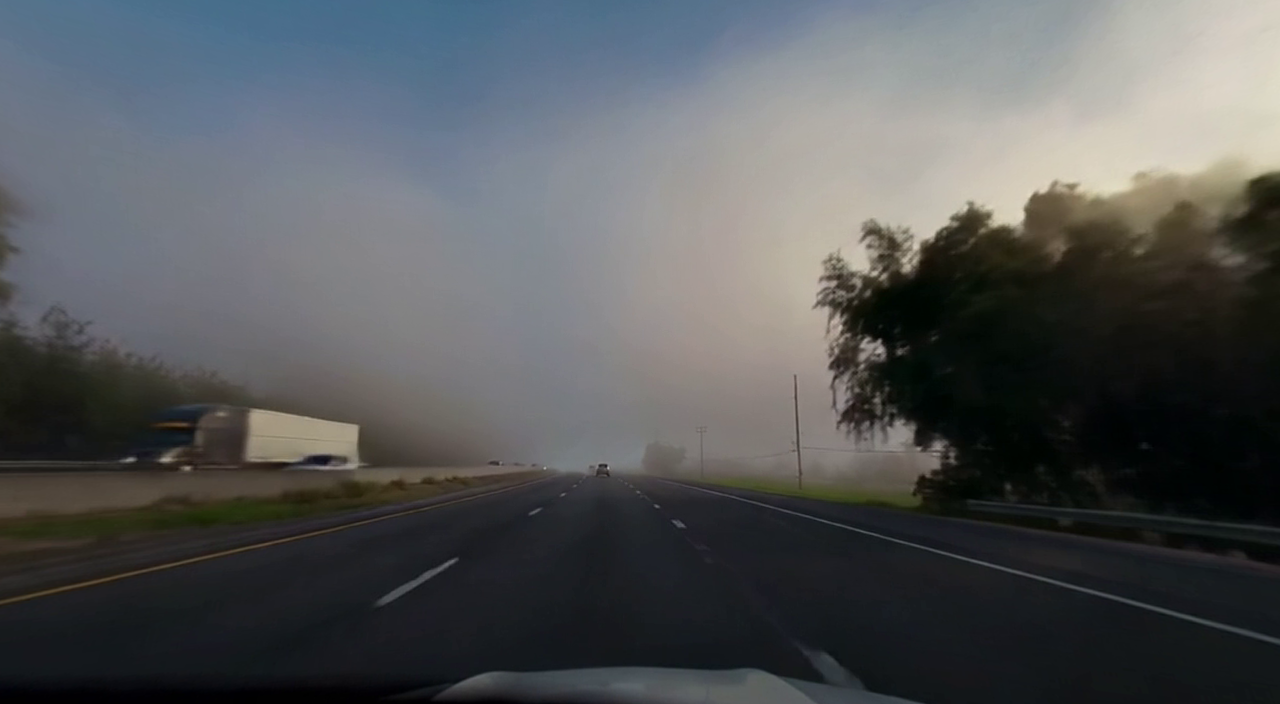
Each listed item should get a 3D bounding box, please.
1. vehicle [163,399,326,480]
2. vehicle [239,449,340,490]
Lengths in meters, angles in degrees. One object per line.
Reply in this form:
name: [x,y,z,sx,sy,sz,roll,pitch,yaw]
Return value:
vehicle: [-21.666,5.139,35.566,3.076,3.885,9.801,1,-10,-3]
vehicle: [-13.629,4.629,24.796,1.763,1.441,3.984,1,-10,-2]
